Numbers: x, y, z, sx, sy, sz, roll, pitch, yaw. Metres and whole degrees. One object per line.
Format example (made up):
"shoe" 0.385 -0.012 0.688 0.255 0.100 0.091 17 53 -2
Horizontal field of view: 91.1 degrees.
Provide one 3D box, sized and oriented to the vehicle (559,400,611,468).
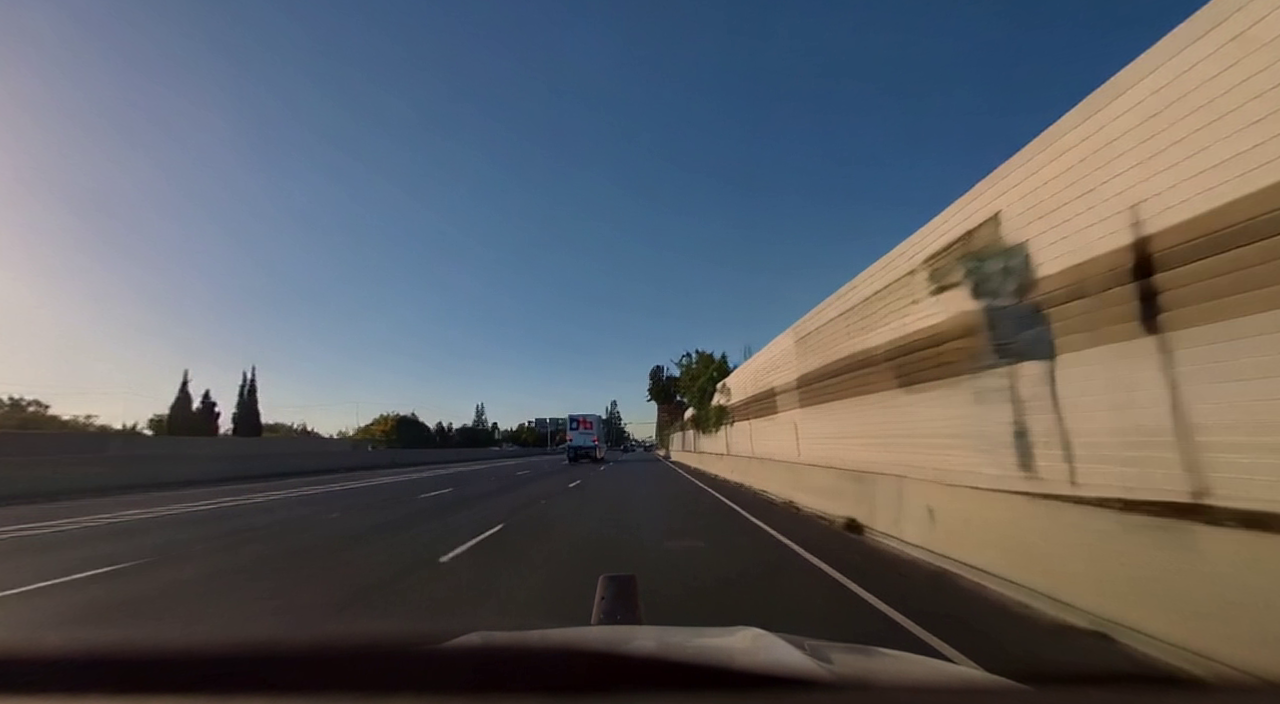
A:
"vehicle" -3.633 5.720 43.680 2.796 4.184 8.554 0 -8 0
